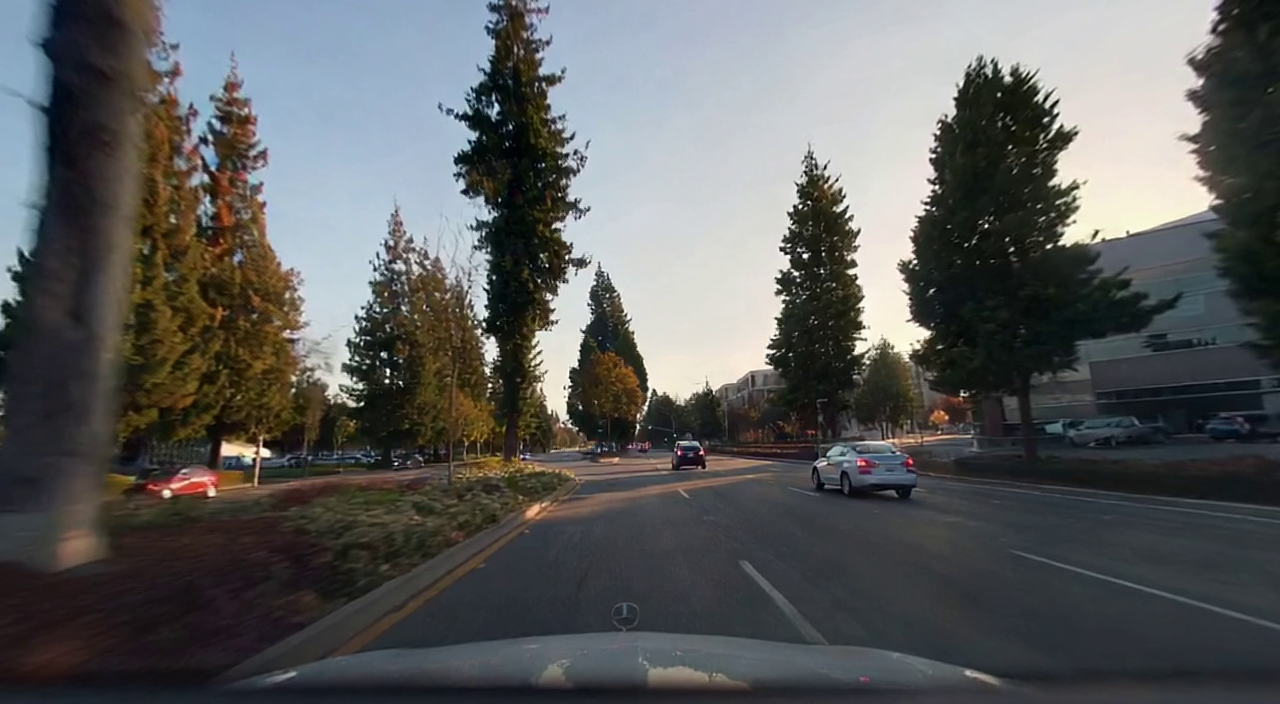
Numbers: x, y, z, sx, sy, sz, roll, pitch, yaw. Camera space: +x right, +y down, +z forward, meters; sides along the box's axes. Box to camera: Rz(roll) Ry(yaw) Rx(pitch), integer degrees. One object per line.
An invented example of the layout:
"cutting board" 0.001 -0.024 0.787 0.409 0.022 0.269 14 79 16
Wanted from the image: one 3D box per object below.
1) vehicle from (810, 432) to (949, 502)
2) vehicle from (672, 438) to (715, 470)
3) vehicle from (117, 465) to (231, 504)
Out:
"vehicle" 6.193 3.014 16.954 2.000 1.618 4.238 0 -9 -1
"vehicle" 3.104 6.061 37.607 2.095 1.759 4.862 0 -9 -1
"vehicle" -21.497 6.106 29.428 1.900 1.479 4.520 0 -9 0
